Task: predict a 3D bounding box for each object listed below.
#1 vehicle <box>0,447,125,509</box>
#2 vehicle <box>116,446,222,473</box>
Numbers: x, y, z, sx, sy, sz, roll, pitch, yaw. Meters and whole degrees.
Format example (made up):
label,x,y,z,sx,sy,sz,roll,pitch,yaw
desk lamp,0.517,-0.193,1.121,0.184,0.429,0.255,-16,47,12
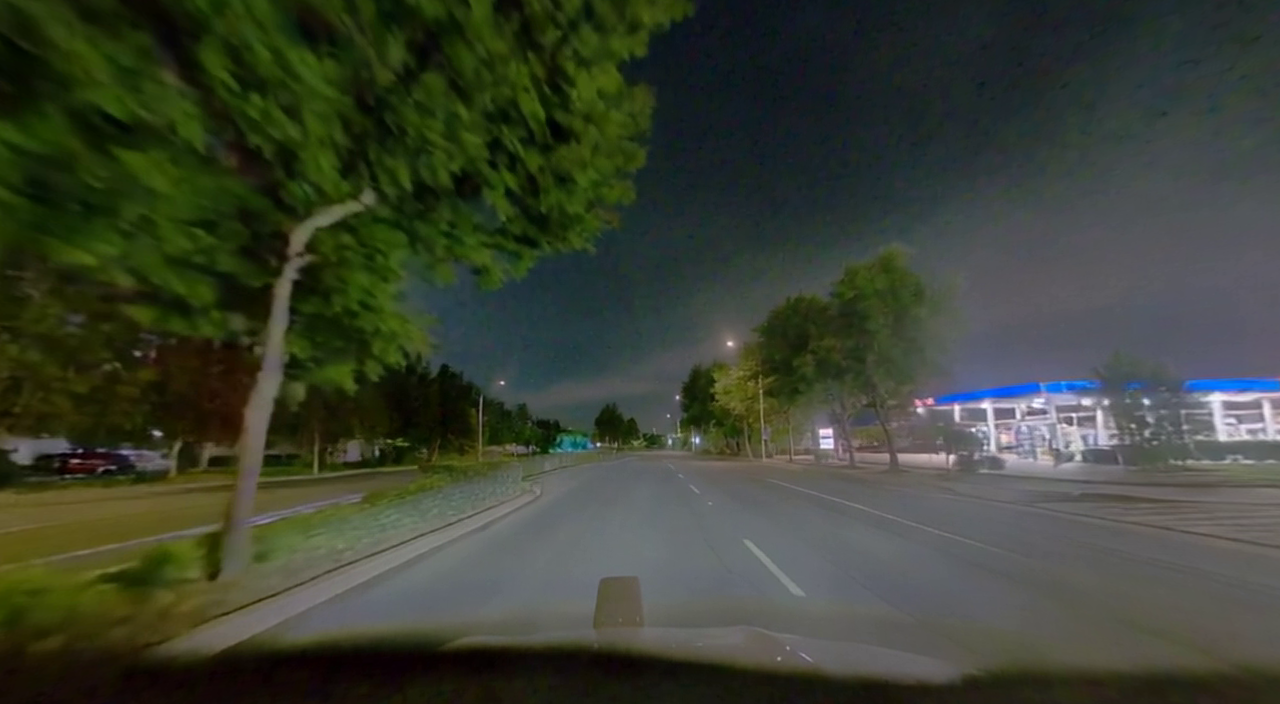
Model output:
label,x,y,z,sx,sy,sz,roll,pitch,yaw
vehicle,-19.360,3.888,19.898,1.906,1.744,5.165,0,-8,0
vehicle,-28.230,6.430,37.968,4.758,1.499,2.001,0,-8,1
